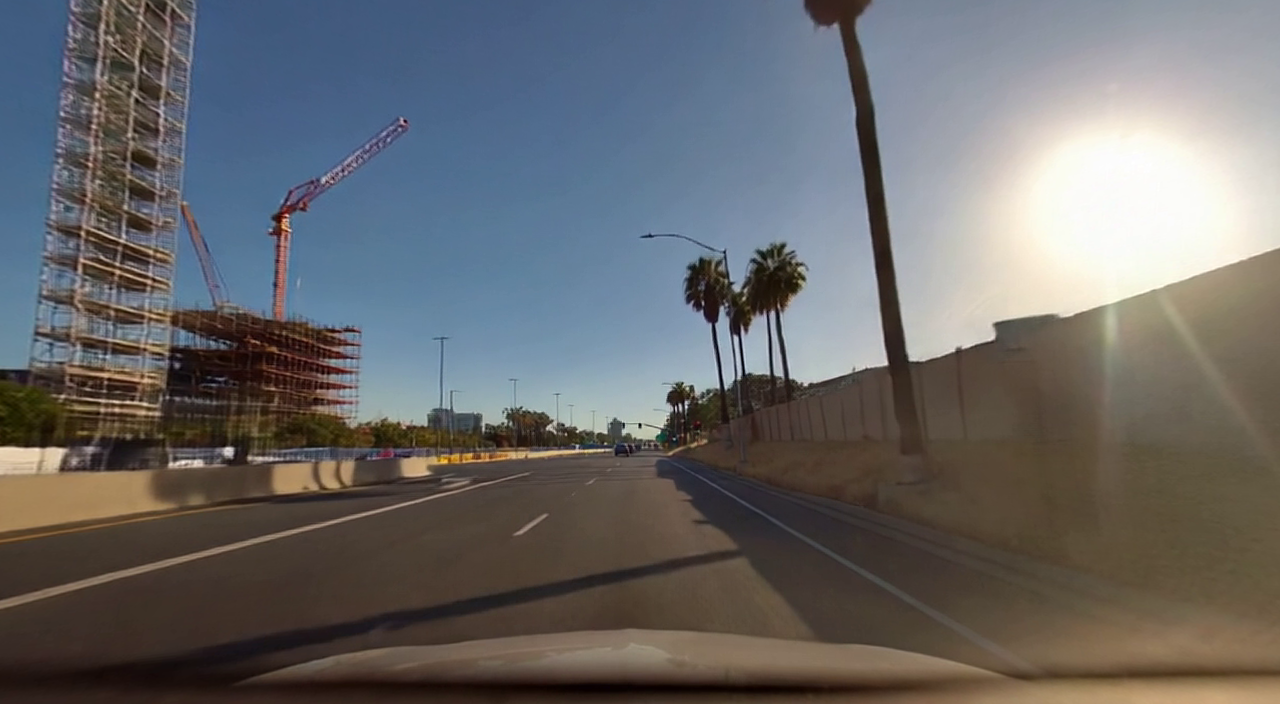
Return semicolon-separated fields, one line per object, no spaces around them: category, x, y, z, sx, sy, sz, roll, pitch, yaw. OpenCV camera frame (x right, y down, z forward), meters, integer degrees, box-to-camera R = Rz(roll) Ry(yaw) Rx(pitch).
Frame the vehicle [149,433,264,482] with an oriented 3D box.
vehicle;-26.694;6.430;38.776;6.454;2.718;3.175;-5;-10;30
